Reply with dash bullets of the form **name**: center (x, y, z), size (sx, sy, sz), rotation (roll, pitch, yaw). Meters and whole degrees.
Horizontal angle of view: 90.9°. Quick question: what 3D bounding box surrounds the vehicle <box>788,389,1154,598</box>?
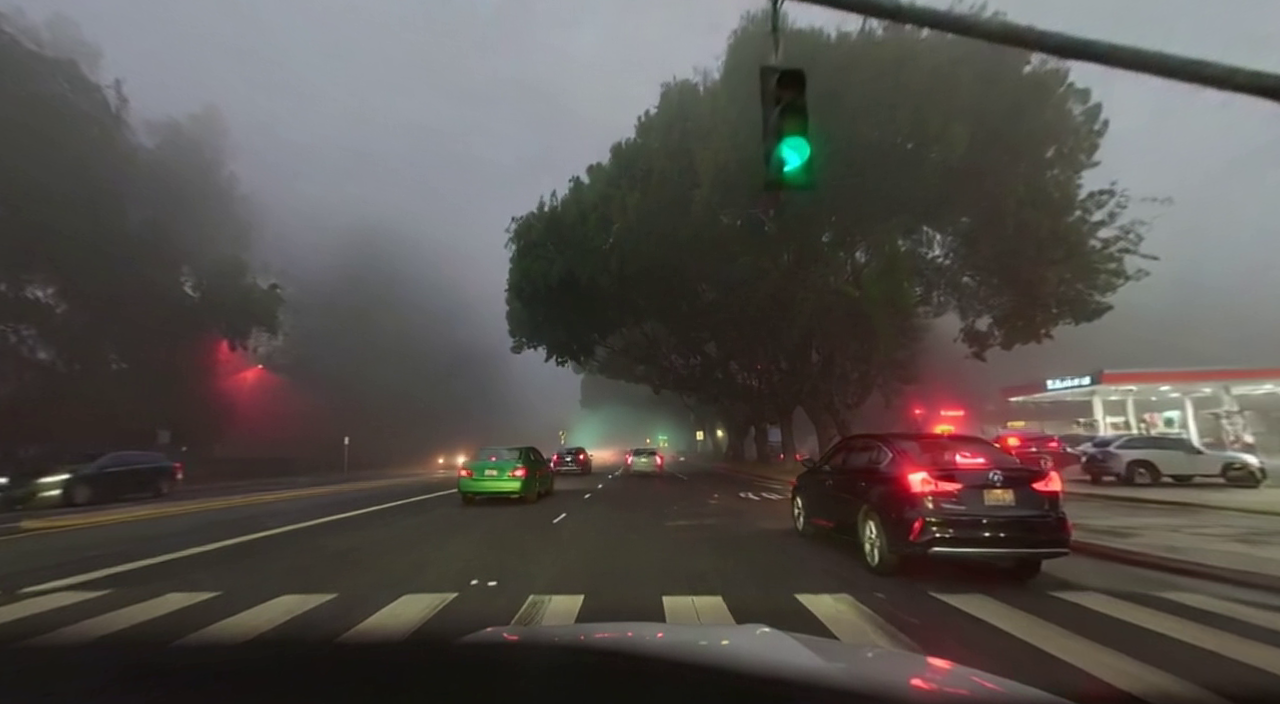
- **vehicle**: center (3.436, 1.570, 7.845), size (1.992, 1.805, 4.549), rotation (0, -9, -1)

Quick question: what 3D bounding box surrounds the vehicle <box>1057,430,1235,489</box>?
- **vehicle**: center (16.732, 3.571, 21.290), size (2.110, 1.744, 4.928), rotation (-1, -8, 3)

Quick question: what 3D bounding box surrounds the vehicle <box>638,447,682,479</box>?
- **vehicle**: center (0.897, 5.340, 30.694), size (1.994, 1.433, 3.894), rotation (0, -8, -1)

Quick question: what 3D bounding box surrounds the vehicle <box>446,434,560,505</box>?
- **vehicle**: center (-3.613, 3.204, 17.710), size (2.023, 1.687, 4.874), rotation (0, -9, 1)

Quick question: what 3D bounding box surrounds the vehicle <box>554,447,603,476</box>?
- **vehicle**: center (-3.183, 5.790, 33.603), size (1.995, 1.436, 4.500), rotation (0, -8, 2)

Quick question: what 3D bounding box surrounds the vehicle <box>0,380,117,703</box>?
- **vehicle**: center (-3.495, 0.606, 0.570), size (2.095, 1.517, 4.512), rotation (0, -9, 1)
